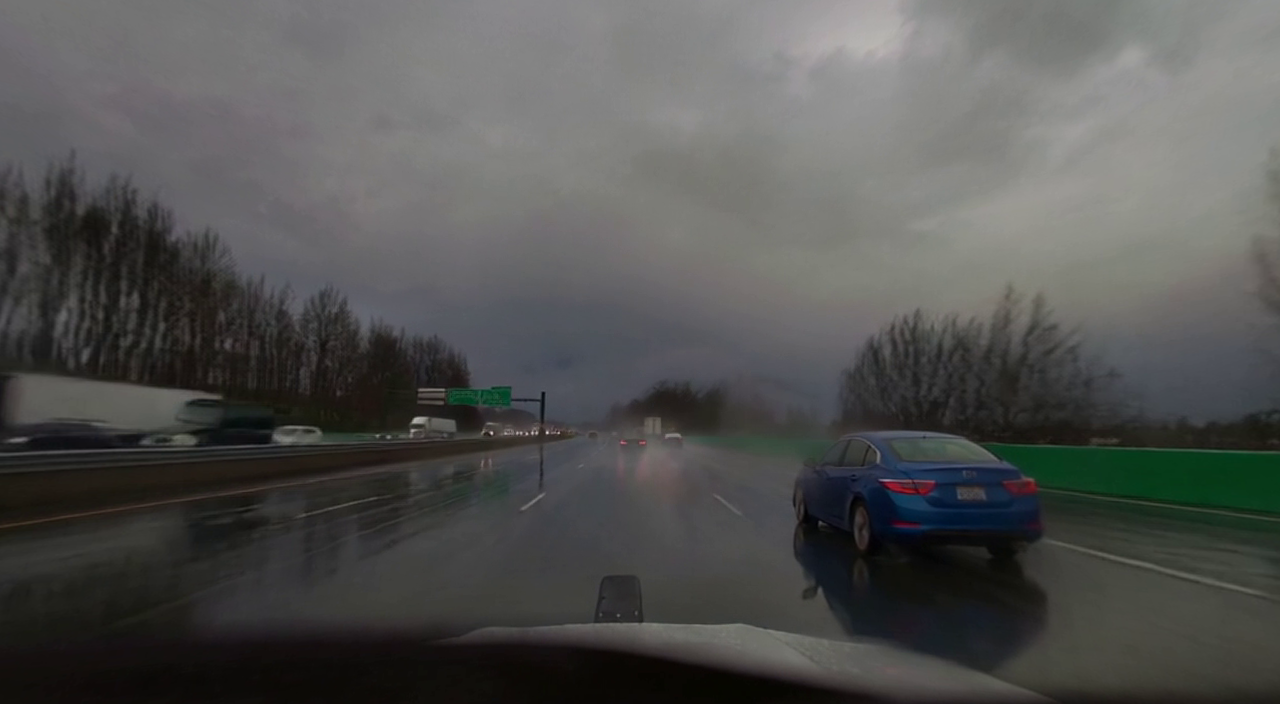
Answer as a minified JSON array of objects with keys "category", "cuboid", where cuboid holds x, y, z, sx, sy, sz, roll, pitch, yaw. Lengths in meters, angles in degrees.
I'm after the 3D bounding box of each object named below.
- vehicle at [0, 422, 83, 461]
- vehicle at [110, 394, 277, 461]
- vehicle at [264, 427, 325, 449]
[{"category":"vehicle","cuboid":[-25.678,3.667,25.730,1.915,1.502,4.189,0,-8,-1]},{"category":"vehicle","cuboid":[-18.154,3.176,26.134,2.587,2.428,5.938,0,-8,-1]},{"category":"vehicle","cuboid":[-26.134,6.532,47.728,1.877,1.575,4.943,0,-8,-1]}]
